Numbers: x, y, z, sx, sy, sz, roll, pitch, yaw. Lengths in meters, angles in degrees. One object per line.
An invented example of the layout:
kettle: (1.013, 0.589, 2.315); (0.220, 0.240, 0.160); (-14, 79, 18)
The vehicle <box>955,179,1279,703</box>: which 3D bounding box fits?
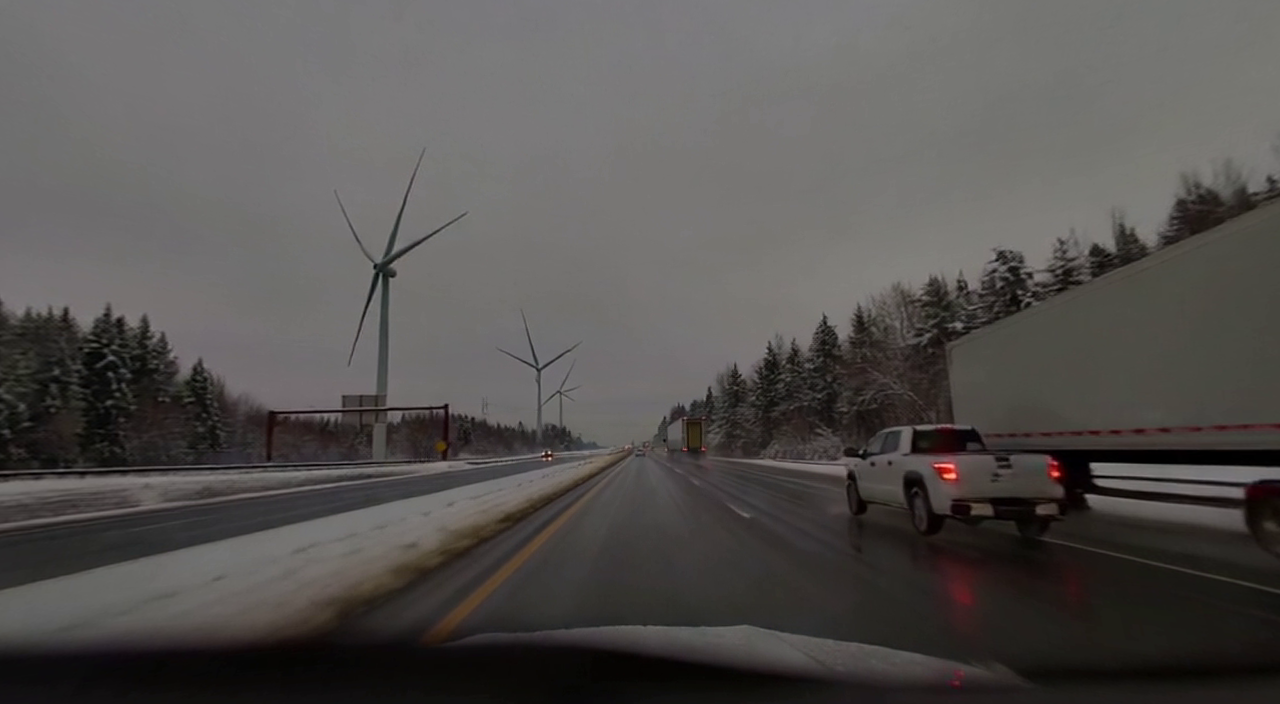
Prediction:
vehicle: (4.490, 0.515, 3.426); (2.609, 2.648, 5.397); (0, -9, -1)
